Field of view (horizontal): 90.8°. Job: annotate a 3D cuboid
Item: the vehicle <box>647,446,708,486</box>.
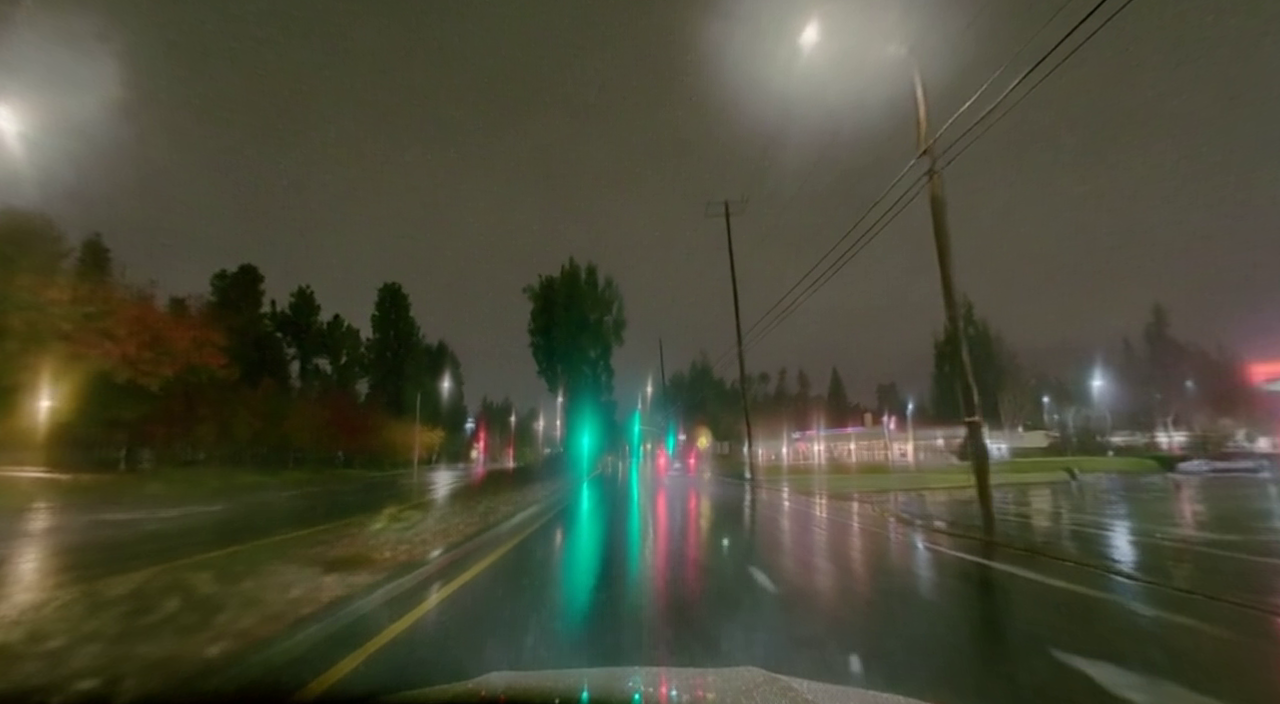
[{"bbox_3d":[1.440,4.629,26.019,2.061,1.475,4.296,0,-8,-3],"label":"vehicle"}]
